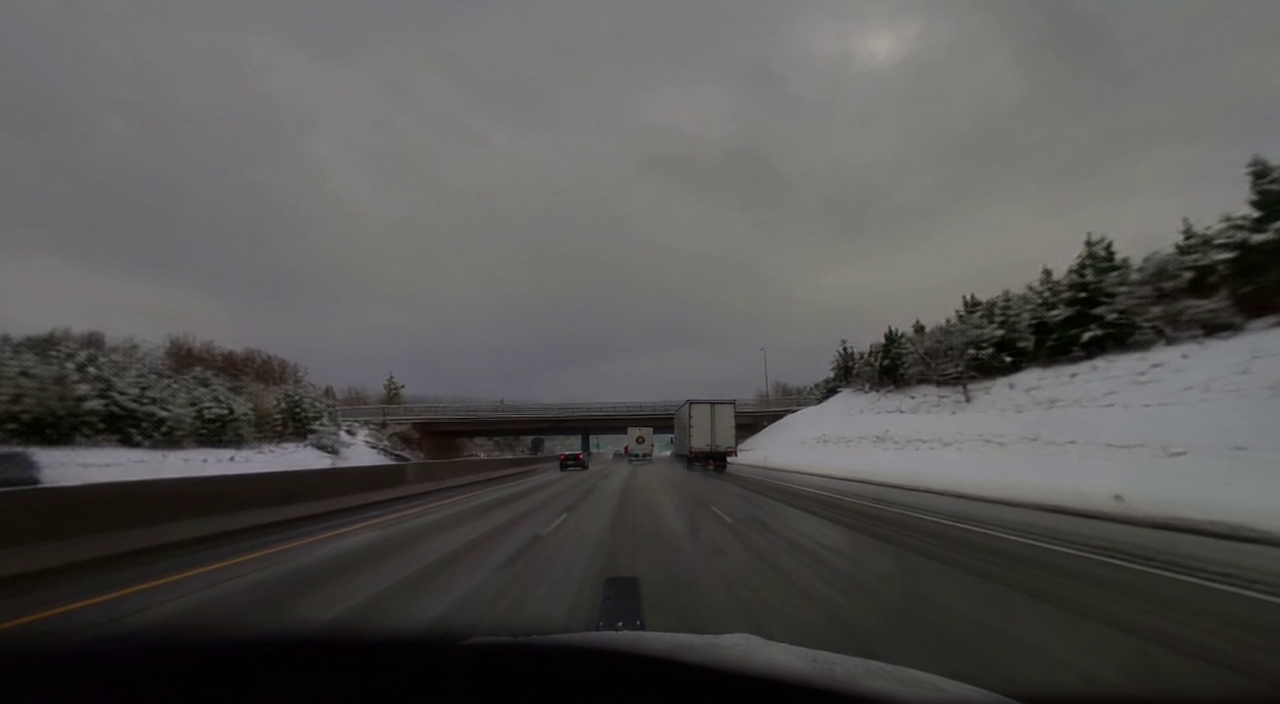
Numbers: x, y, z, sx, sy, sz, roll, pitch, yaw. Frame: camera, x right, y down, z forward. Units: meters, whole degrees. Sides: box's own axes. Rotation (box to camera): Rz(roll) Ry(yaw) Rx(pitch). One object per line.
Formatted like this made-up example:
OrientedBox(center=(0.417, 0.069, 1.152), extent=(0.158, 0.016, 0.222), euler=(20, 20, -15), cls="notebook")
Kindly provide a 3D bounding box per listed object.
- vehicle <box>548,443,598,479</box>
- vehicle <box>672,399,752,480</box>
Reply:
OrientedBox(center=(-3.238, 5.393, 31.388), extent=(2.007, 1.647, 3.854), euler=(0, -9, 1), cls="vehicle")
OrientedBox(center=(4.046, 5.676, 40.175), extent=(3.131, 4.037, 16.729), euler=(0, -9, 0), cls="vehicle")
